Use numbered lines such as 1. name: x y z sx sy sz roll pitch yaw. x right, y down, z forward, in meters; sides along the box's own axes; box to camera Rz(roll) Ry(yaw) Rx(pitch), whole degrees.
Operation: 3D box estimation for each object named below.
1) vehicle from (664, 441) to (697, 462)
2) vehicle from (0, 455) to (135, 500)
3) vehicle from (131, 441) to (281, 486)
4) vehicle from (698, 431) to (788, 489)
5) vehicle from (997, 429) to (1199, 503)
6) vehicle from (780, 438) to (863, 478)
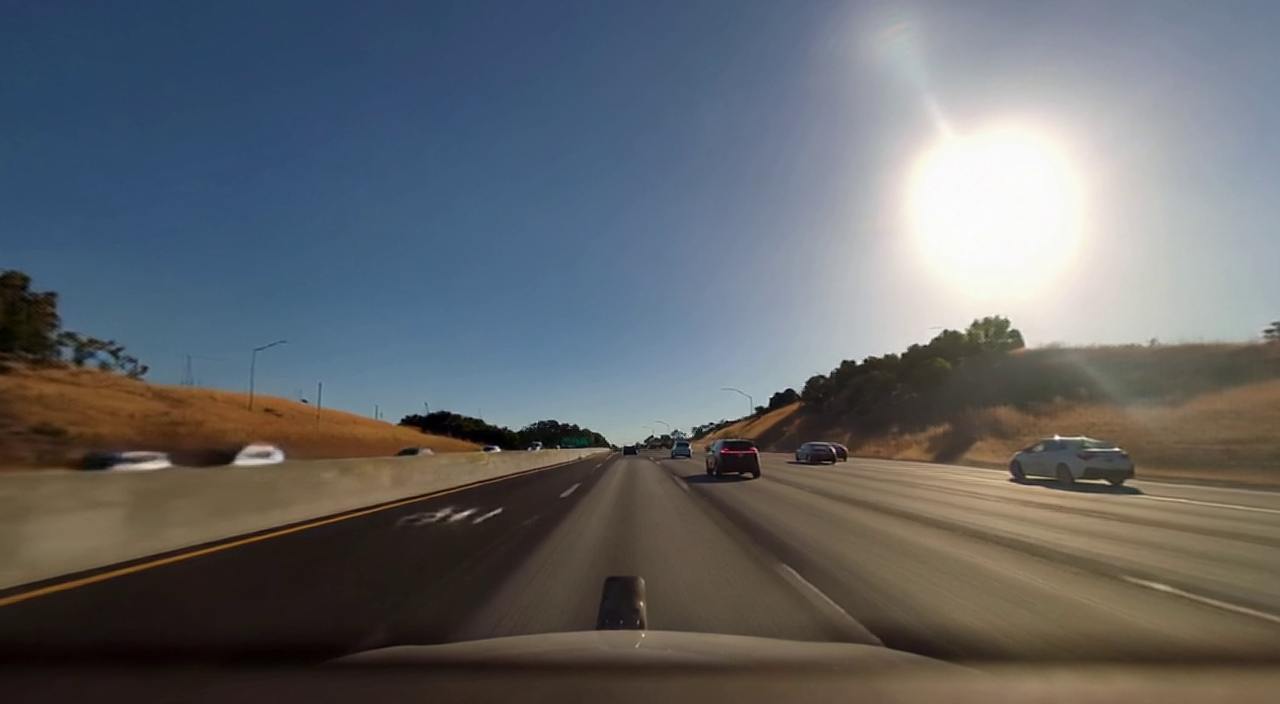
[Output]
1. vehicle: 2.999 7.437 47.496 2.038 1.477 4.313 0 -8 -2
2. vehicle: -22.113 4.796 24.467 2.023 1.514 3.744 0 -8 -1
3. vehicle: -14.384 3.671 21.299 1.962 1.309 4.240 1 -8 2
4. vehicle: 3.122 3.385 20.161 1.977 1.601 4.598 0 -8 -2
5. vehicle: 10.965 2.737 15.594 1.844 1.560 4.085 0 -8 -1
6. vehicle: 7.066 4.179 25.127 1.952 1.442 4.259 0 -8 -1
